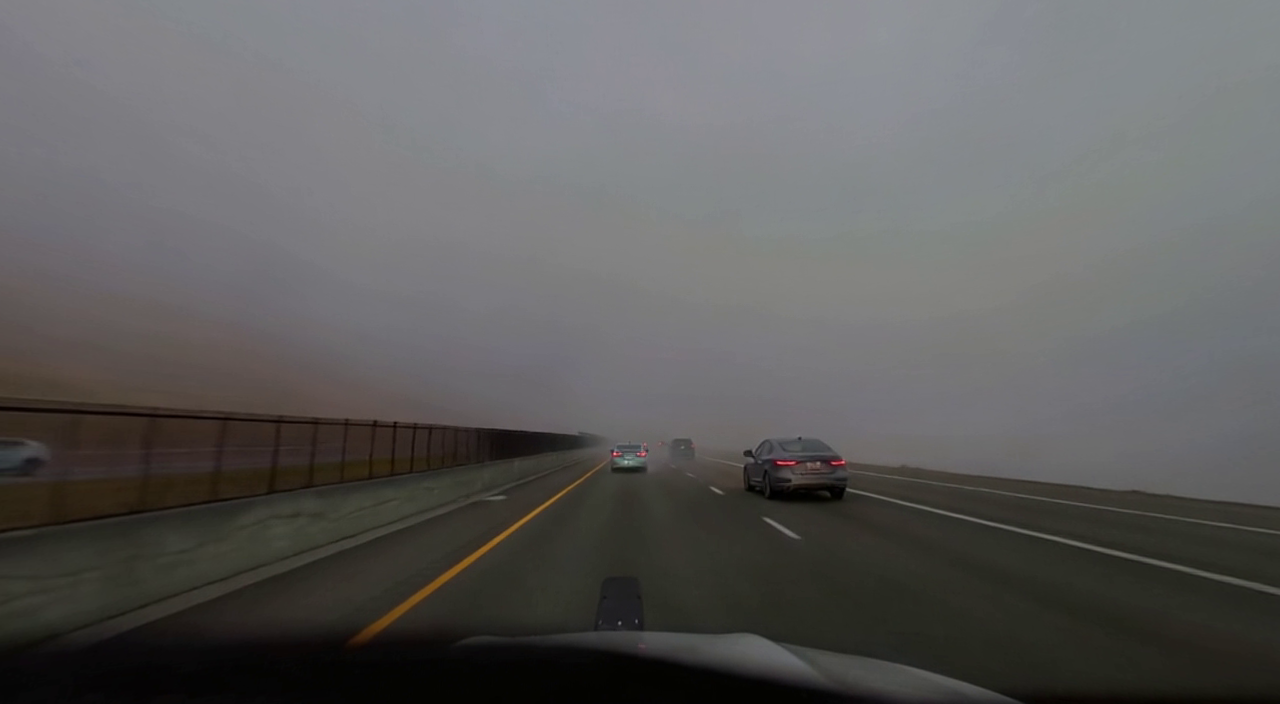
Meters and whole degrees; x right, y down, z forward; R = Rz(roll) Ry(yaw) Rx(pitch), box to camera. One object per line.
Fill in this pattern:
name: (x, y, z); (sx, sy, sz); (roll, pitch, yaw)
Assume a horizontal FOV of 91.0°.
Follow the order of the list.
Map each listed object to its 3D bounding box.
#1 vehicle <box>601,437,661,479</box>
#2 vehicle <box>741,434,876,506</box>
vehicle: (-0.329, 4.005, 24.021); (2.085, 1.449, 3.860); (0, -8, 0)
vehicle: (3.786, 2.708, 14.972); (1.957, 1.447, 4.241); (0, -8, -1)
